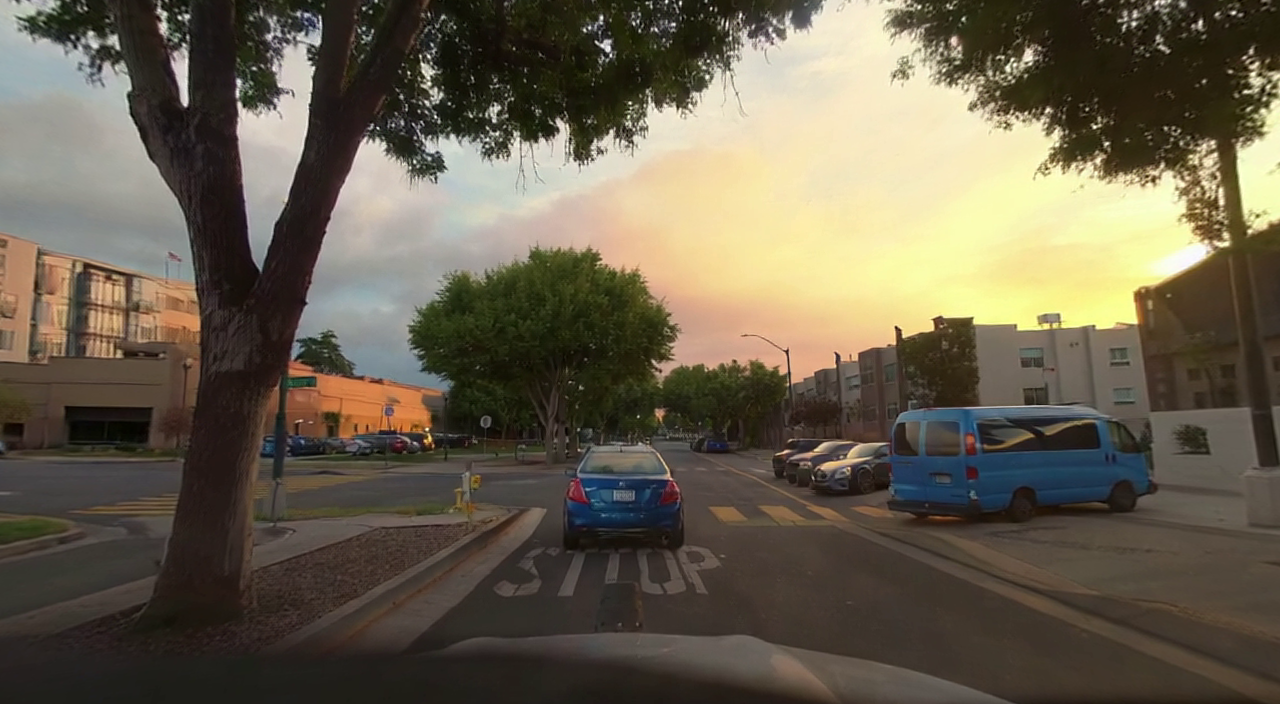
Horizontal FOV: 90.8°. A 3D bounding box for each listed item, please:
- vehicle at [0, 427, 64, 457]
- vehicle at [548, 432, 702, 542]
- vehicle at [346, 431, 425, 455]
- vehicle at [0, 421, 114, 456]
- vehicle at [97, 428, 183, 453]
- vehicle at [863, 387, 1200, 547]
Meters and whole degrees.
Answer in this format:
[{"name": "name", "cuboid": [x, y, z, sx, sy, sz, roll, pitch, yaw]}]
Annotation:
[{"name": "vehicle", "cuboid": [-31.812, 4.497, 31.515, 4.168, 1.458, 1.904, 0, -8, -2]}, {"name": "vehicle", "cuboid": [-0.298, 2.150, 10.792, 2.065, 1.450, 4.522, 0, -8, -3]}, {"name": "vehicle", "cuboid": [-18.435, 6.605, 45.915, 4.892, 1.679, 1.927, 1, -8, -7]}, {"name": "vehicle", "cuboid": [-31.834, 4.734, 34.350, 4.438, 1.814, 2.044, 0, -8, -2]}, {"name": "vehicle", "cuboid": [-31.794, 5.640, 40.259, 3.915, 1.574, 1.850, 0, -8, 3]}, {"name": "vehicle", "cuboid": [6.651, 1.861, 10.717, 5.385, 2.146, 2.143, 4, -9, -25]}]
